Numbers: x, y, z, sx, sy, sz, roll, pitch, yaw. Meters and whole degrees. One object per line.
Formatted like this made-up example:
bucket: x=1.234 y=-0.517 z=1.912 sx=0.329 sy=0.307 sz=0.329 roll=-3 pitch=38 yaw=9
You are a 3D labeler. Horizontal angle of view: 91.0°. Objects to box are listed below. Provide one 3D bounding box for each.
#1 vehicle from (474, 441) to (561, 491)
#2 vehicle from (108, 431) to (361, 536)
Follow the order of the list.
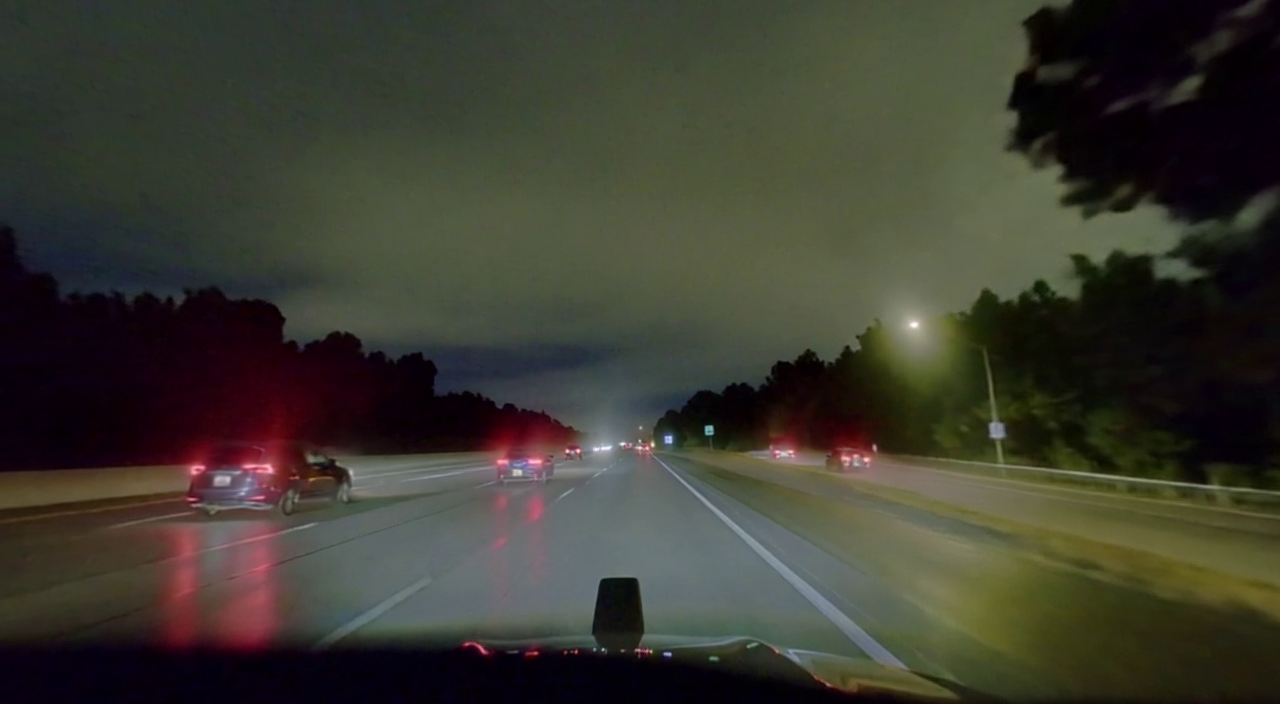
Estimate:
vehicle: x=-4.184 y=3.979 z=22.331 sx=2.104 sy=1.558 sz=4.639 roll=0 pitch=-9 yaw=1
vehicle: x=-7.311 y=2.380 z=12.012 sx=2.007 sy=1.616 sz=4.141 roll=0 pitch=-9 yaw=1
